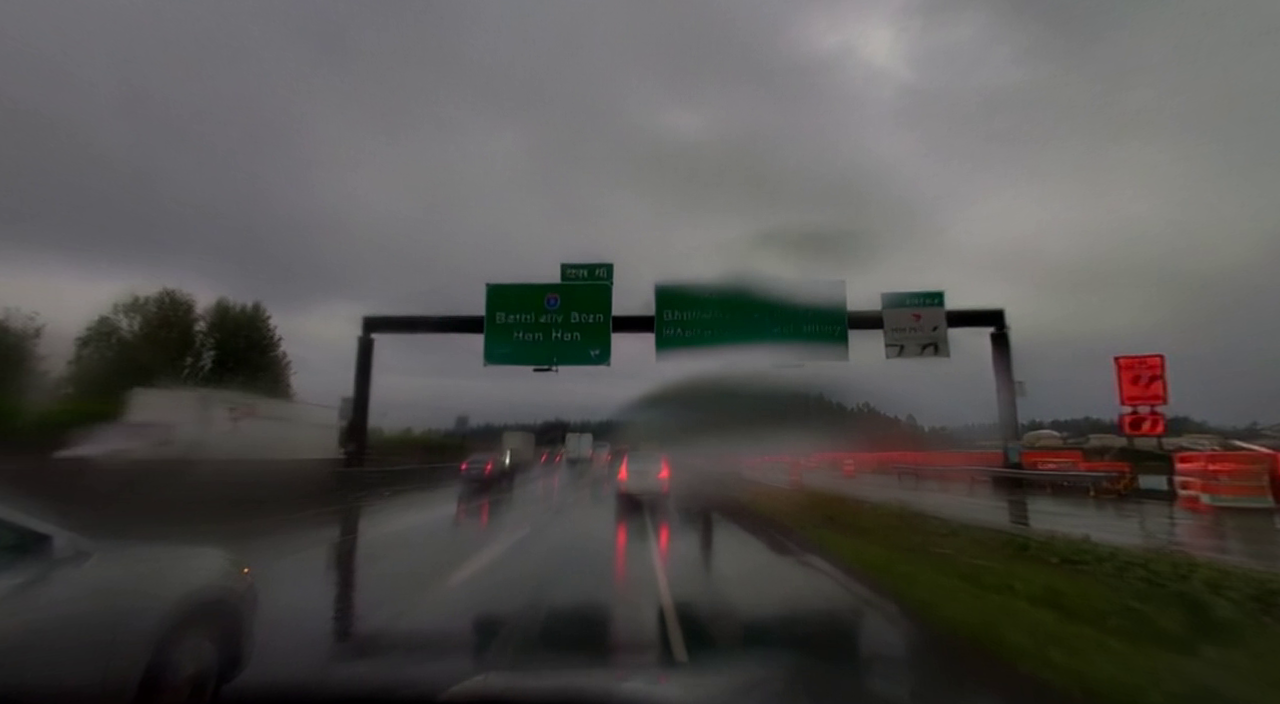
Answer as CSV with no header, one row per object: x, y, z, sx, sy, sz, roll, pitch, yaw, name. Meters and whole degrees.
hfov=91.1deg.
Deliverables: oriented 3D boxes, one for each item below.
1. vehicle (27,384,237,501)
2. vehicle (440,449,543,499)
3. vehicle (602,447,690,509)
-19.179,3.513,24.399,2.979,3.948,5.862,0,-9,0,vehicle
-4.634,3.860,20.259,2.063,1.417,4.000,-1,-9,5,vehicle
0.149,3.265,16.753,2.080,1.451,3.512,0,-9,0,vehicle
